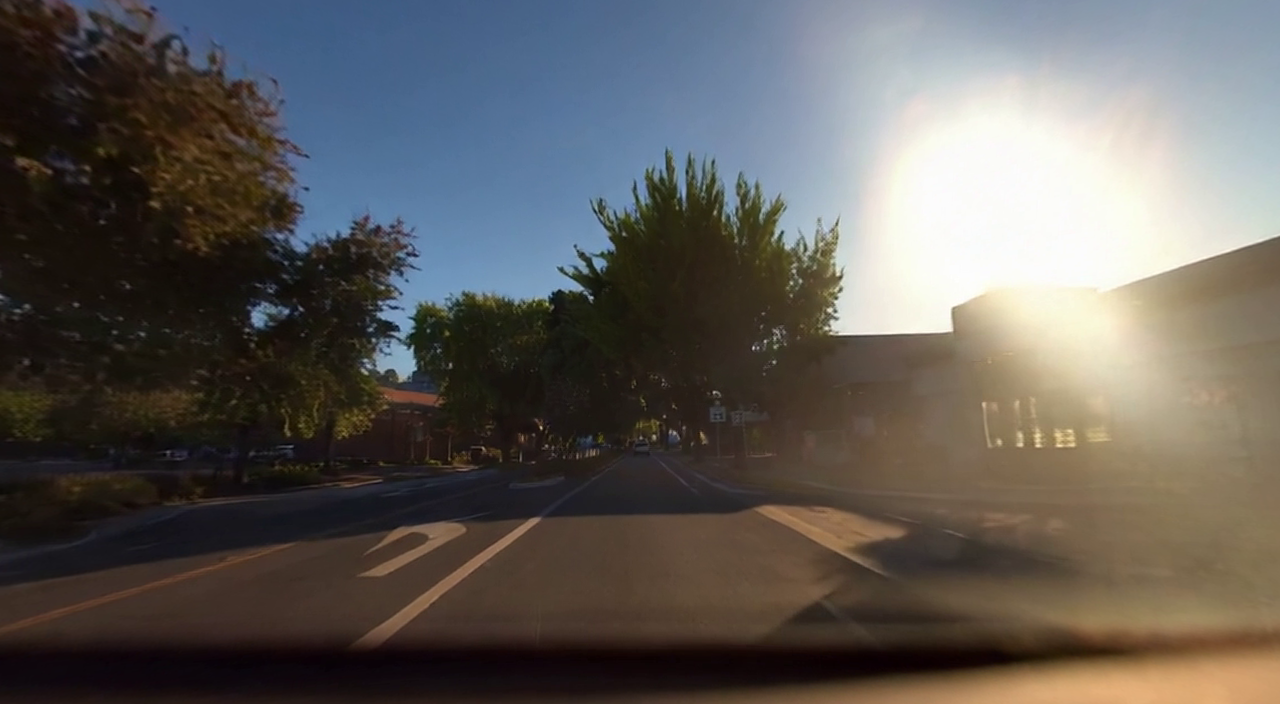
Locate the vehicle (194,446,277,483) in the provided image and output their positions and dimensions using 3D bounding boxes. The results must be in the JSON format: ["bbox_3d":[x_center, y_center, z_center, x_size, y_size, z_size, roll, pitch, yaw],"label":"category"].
[{"bbox_3d":[-17.489,4.843,27.541,2.061,1.475,4.357,3,-9,-20],"label":"vehicle"}]
